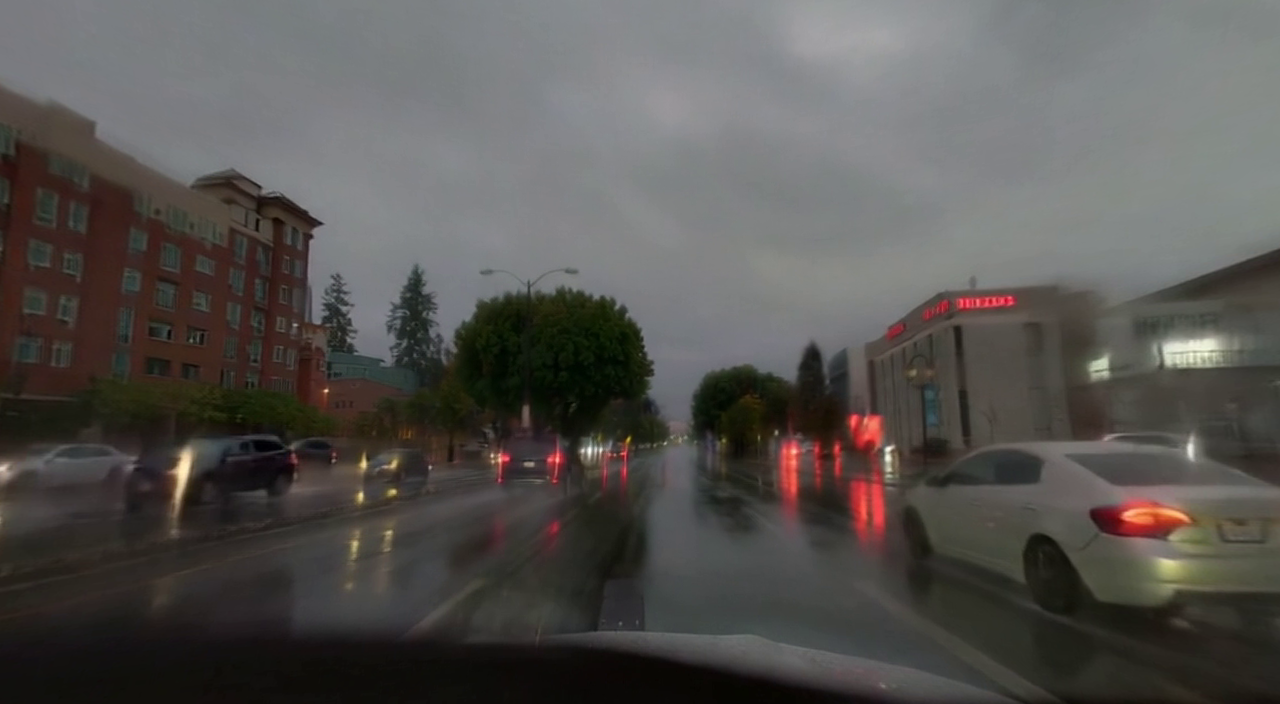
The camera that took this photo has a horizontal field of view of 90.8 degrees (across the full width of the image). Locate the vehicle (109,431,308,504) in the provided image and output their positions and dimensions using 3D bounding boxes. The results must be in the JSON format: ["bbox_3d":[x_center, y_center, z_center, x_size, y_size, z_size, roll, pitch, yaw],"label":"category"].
[{"bbox_3d":[-11.535,3.114,17.428,2.016,1.710,4.734,0,-9,2],"label":"vehicle"}]

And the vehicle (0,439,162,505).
[{"bbox_3d":[-15.301,3.117,16.825,1.871,1.515,4.229,0,-9,-1],"label":"vehicle"}]

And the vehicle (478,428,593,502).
[{"bbox_3d":[-2.821,3.233,18.437,2.305,1.833,4.912,-1,-9,3],"label":"vehicle"}]

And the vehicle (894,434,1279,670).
[{"bbox_3d":[4.398,1.595,6.232,1.960,1.471,4.378,0,-9,0],"label":"vehicle"}]

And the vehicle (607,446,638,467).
[{"bbox_3d":[-1.317,8.015,48.596,1.976,1.571,4.649,-1,-9,3],"label":"vehicle"}]

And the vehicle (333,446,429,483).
[{"bbox_3d":[-11.109,4.832,27.567,1.960,1.451,4.870,0,-9,2],"label":"vehicle"}]
